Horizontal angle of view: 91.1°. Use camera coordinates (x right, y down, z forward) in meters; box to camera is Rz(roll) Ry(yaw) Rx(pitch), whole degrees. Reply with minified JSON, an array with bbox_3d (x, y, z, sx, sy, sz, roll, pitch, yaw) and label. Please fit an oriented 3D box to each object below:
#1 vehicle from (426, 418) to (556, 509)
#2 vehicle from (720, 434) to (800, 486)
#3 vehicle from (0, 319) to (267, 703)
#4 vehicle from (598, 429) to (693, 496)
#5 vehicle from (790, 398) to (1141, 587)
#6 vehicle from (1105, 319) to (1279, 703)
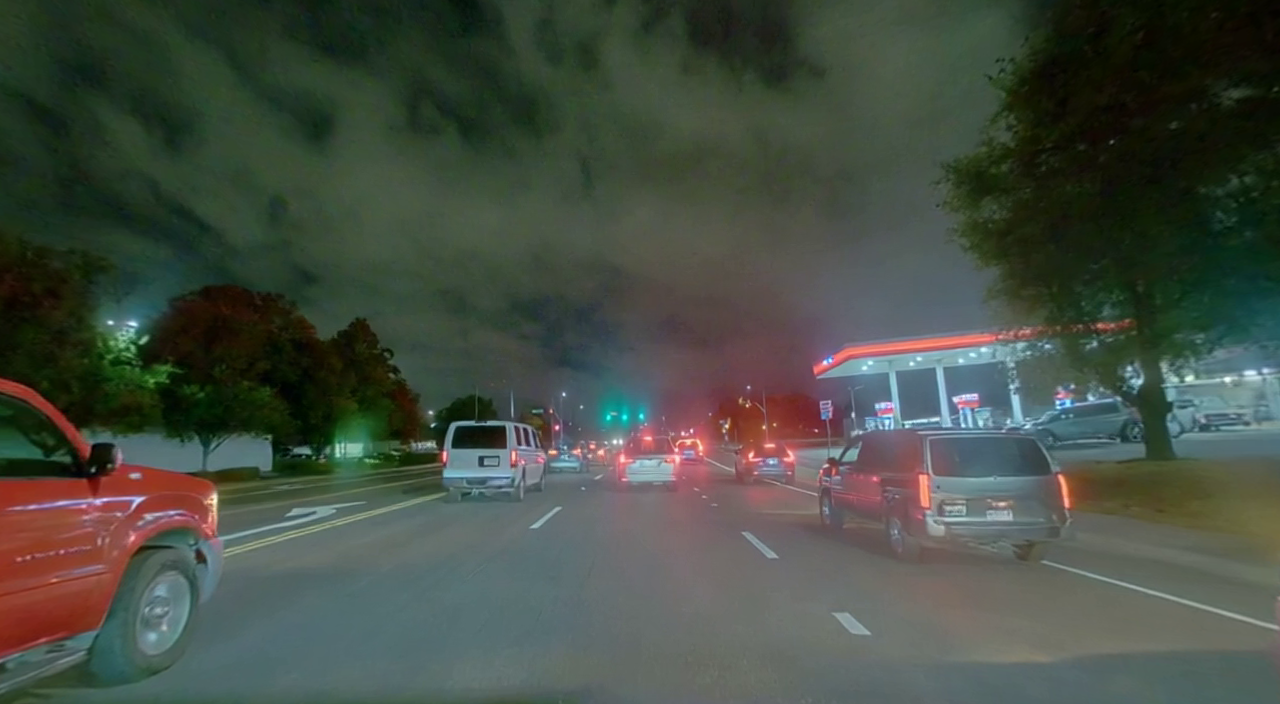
[{"bbox_3d":[-3.511,2.748,15.938,2.025,1.936,4.995,0,-8,0],"label":"vehicle"},{"bbox_3d":[4.280,3.924,23.156,2.119,1.696,4.623,0,-8,1],"label":"vehicle"},{"bbox_3d":[-3.488,0.606,1.435,2.002,1.747,5.173,0,-8,1],"label":"vehicle"},{"bbox_3d":[0.094,3.263,18.996,2.426,1.703,5.602,0,-8,-1],"label":"vehicle"},{"bbox_3d":[3.679,1.689,8.433,2.055,1.786,4.817,0,-8,-1],"label":"vehicle"},{"bbox_3d":[3.338,0.515,0.436,2.132,1.775,5.046,0,-8,0],"label":"vehicle"}]
